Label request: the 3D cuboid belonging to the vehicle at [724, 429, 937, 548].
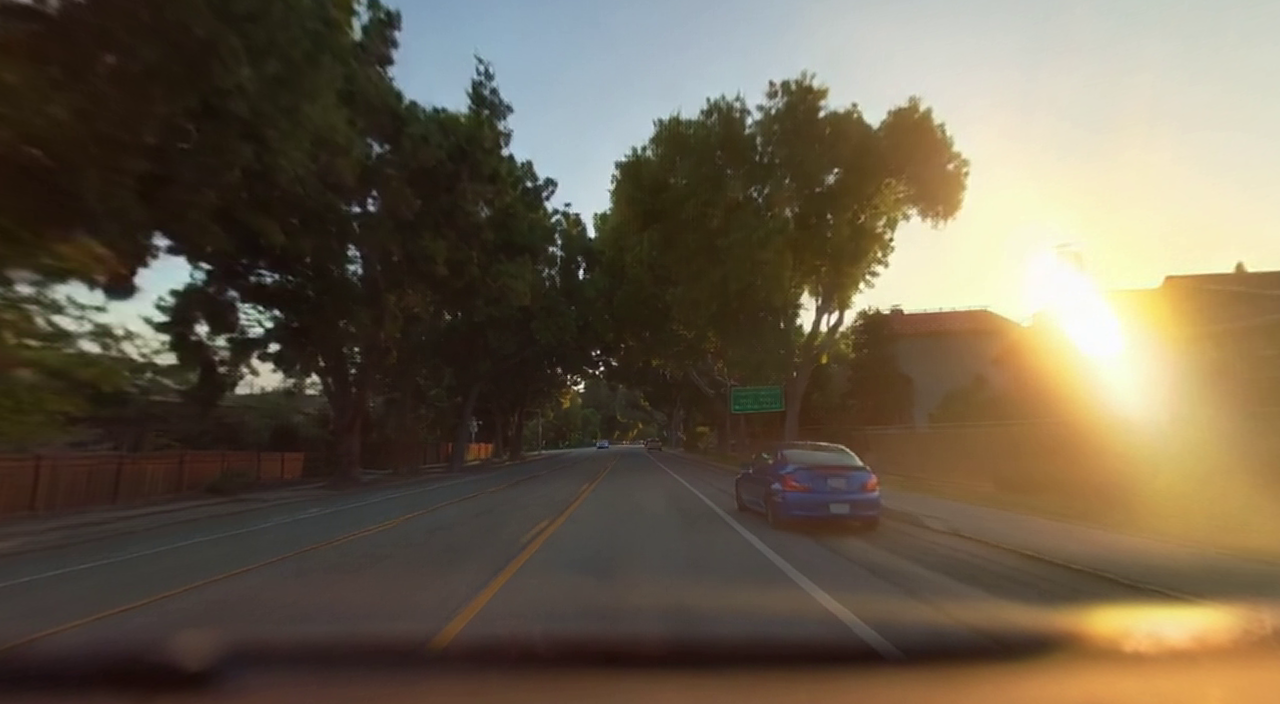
[{"bbox_3d":[2.674,2.021,10.050,1.991,1.476,4.153,0,-8,-2],"label":"vehicle"}]
